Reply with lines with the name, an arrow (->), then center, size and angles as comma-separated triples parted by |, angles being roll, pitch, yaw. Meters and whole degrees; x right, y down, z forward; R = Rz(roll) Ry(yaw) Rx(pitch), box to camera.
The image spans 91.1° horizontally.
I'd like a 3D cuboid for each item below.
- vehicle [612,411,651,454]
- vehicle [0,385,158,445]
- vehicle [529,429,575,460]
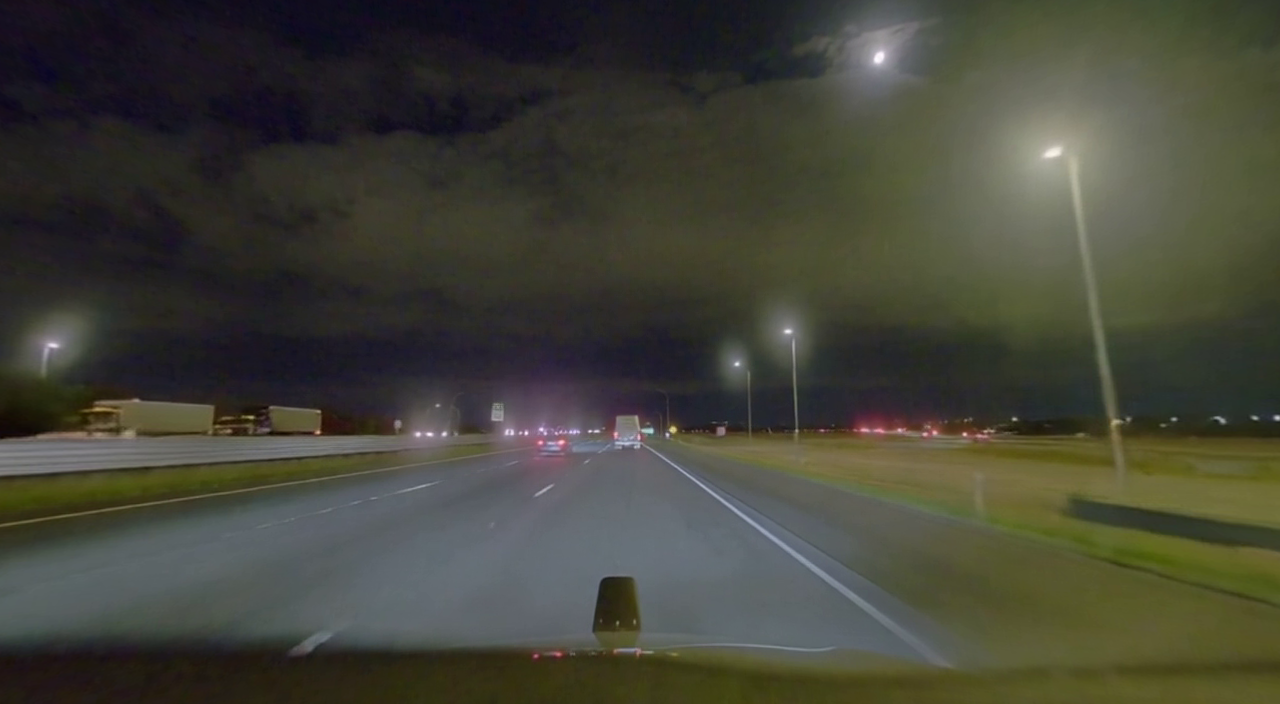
vehicle -> -0.625, 5.490, 42.700 | 2.418, 2.704, 6.445 | 0, -8, -1
vehicle -> -42.038, 4.922, 47.258 | 2.920, 3.981, 10.604 | 0, -8, 1
vehicle -> -4.644, 4.937, 33.578 | 1.932, 1.544, 3.864 | 0, -8, 0
